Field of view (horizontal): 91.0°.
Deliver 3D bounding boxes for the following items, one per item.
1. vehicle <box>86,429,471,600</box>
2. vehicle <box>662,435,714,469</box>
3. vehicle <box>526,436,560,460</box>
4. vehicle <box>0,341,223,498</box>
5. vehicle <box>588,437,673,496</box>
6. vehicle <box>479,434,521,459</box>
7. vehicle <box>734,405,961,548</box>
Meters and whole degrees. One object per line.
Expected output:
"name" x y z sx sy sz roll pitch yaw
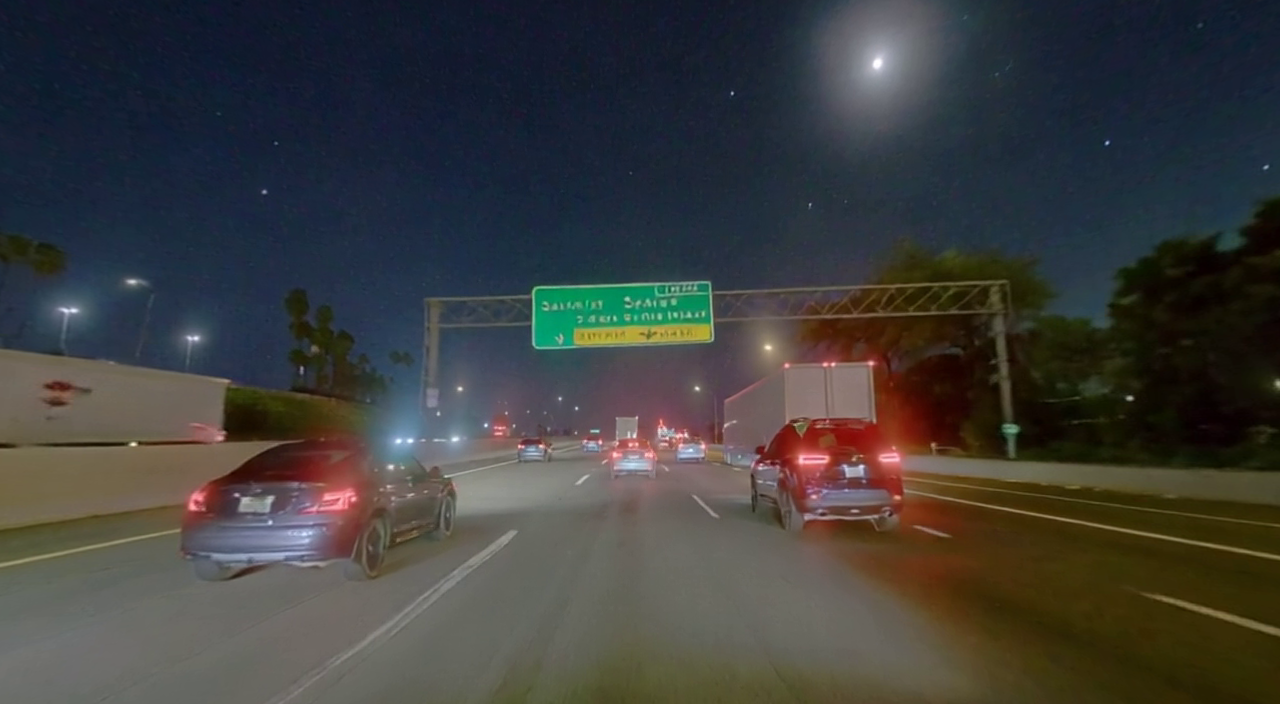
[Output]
"vehicle" -3.645 1.696 7.571 1.998 1.423 4.436 0 -8 0
"vehicle" 2.727 5.851 37.152 2.476 1.843 5.652 0 -8 -2
"vehicle" -7.204 7.174 47.049 2.018 1.675 4.281 0 -8 -2
"vehicle" -17.778 2.137 18.792 3.177 3.891 11.315 0 -8 -2
"vehicle" -0.280 3.199 17.989 2.136 1.470 3.971 0 -8 -1
"vehicle" -10.241 6.970 46.452 2.131 1.792 4.757 0 -8 -1
"vehicle" 3.091 1.979 10.641 2.173 1.870 4.499 0 -8 -1
